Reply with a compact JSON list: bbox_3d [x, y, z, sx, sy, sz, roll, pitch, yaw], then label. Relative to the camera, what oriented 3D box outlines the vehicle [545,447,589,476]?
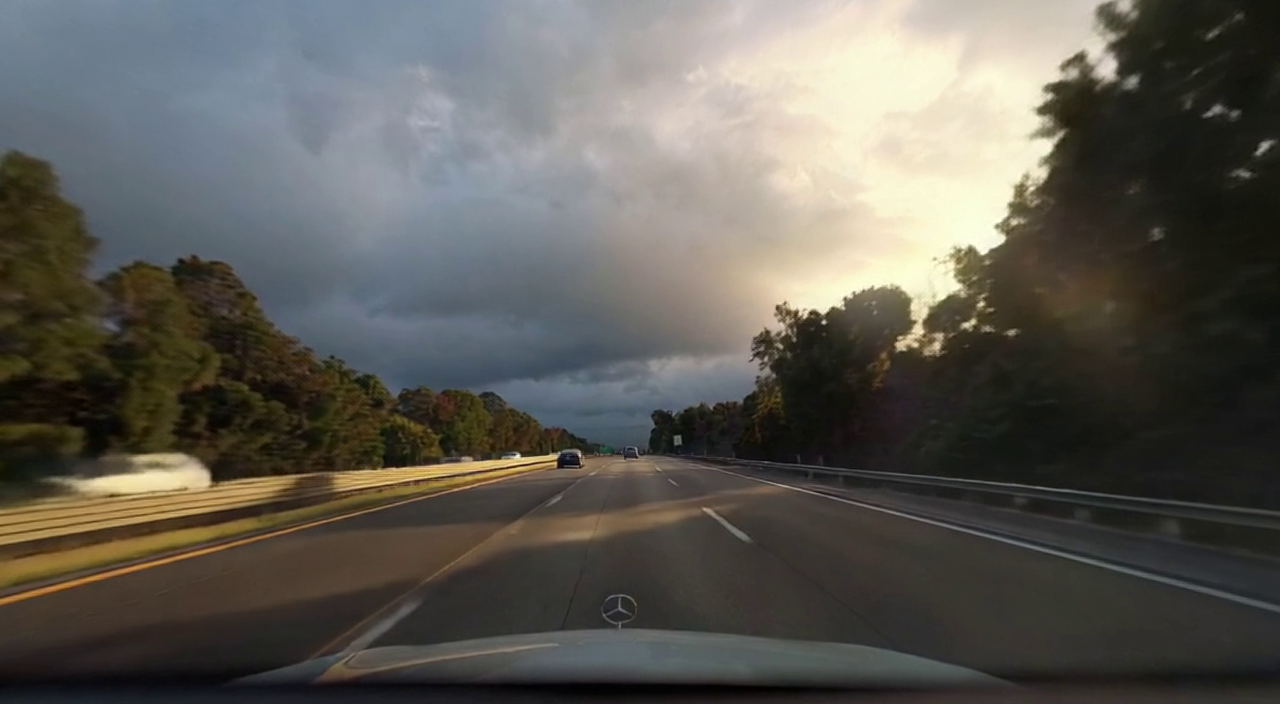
[{"bbox_3d":[-4.027,6.079,35.222,1.970,1.492,3.944,0,-9,0],"label":"vehicle"}]

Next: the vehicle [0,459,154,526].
[{"bbox_3d":[-15.965,3.728,17.199,1.884,1.518,4.311,0,-9,0],"label":"vehicle"}]
